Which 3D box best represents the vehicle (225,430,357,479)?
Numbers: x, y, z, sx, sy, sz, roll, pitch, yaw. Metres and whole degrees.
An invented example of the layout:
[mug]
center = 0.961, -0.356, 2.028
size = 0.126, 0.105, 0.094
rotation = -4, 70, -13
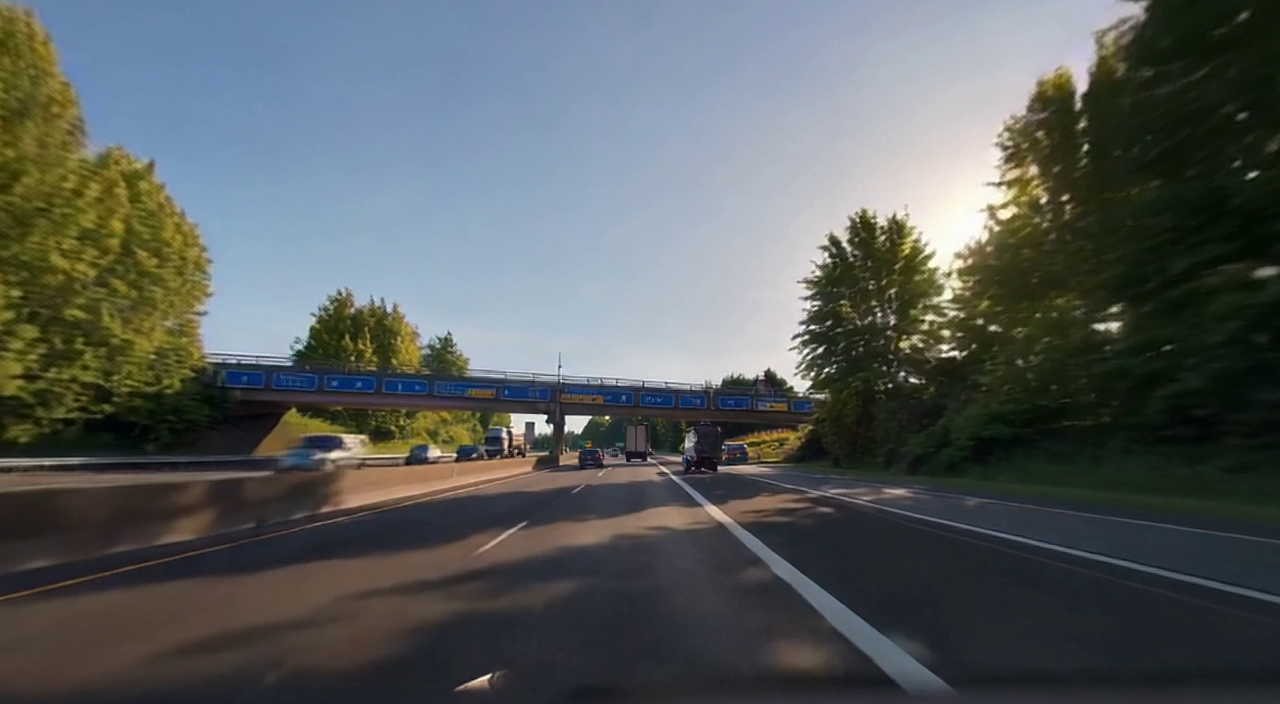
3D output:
[vehicle]
center = -12.086, 3.616, 22.289
size = 1.936, 1.515, 4.769
rotation = 0, -9, 0
